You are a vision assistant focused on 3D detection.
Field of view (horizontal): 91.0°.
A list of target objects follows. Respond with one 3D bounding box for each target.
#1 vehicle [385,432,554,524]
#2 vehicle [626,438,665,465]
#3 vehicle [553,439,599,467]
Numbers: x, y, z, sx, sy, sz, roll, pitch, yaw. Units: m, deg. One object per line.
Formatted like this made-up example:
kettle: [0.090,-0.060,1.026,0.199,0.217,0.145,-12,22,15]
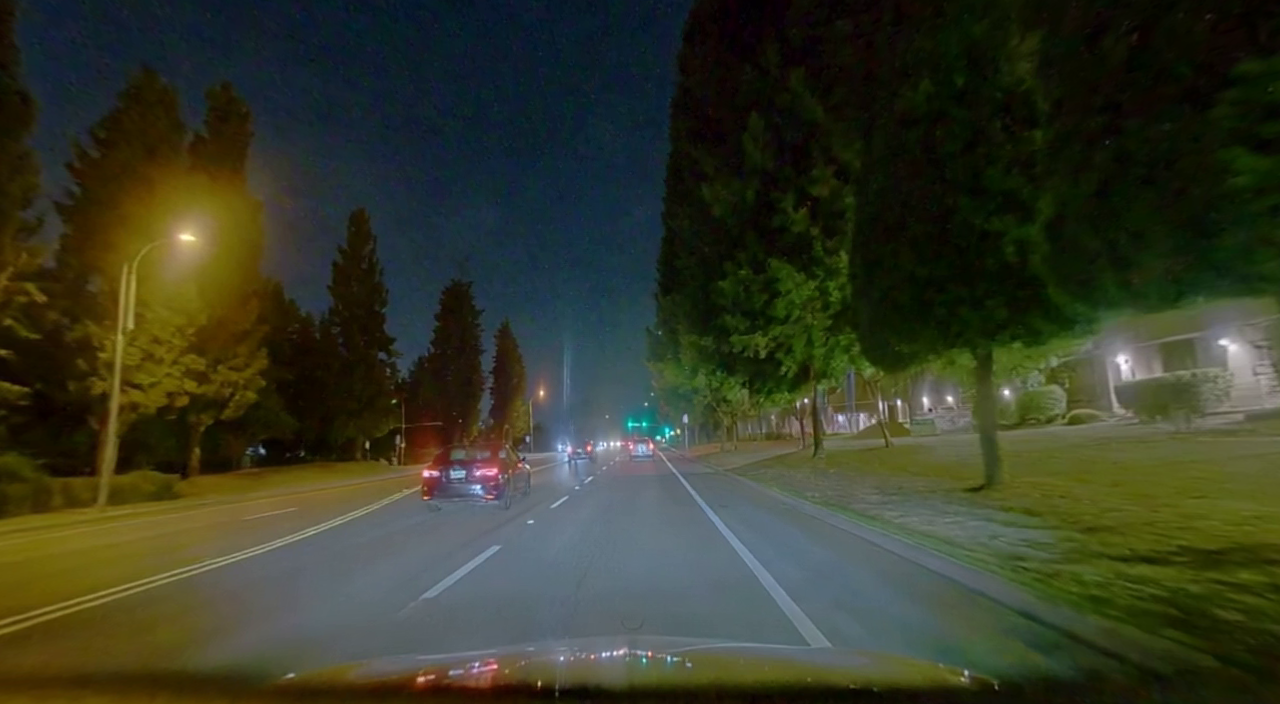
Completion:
vehicle: [-3.082,2.373,12.484,2.030,1.467,4.403,0,-8,1]
vehicle: [0.277,5.639,35.822,2.065,1.456,4.099,0,-8,0]
vehicle: [-3.545,5.678,35.624,2.114,1.500,3.912,0,-8,1]
